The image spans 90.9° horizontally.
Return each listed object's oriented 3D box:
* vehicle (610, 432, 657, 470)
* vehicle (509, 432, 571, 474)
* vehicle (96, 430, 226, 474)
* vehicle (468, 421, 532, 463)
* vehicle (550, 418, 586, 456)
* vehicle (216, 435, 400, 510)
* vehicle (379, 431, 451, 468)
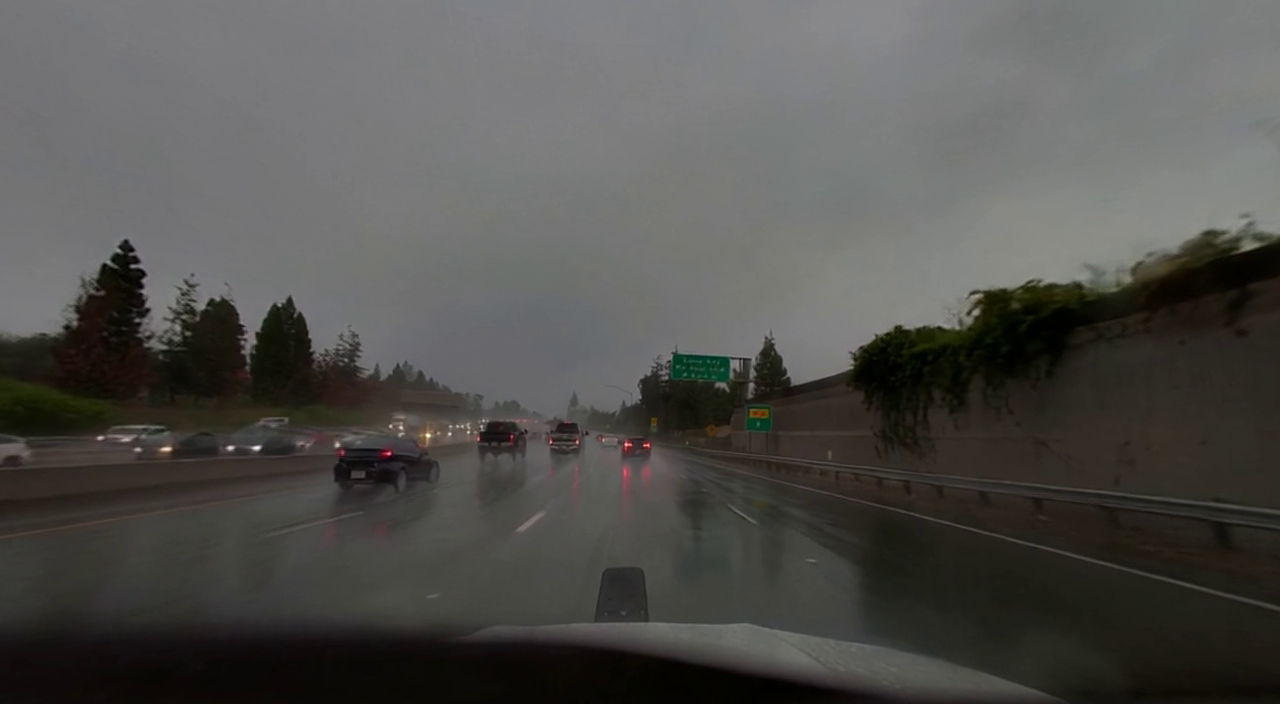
[{"bbox_3d":[-0.364,4.662,29.986,2.092,1.671,3.772,0,-8,-2],"label":"vehicle"},{"bbox_3d":[-4.152,4.250,26.781,2.005,1.631,4.295,0,-8,-1],"label":"vehicle"},{"bbox_3d":[-19.639,4.105,26.176,1.931,1.643,4.533,0,-8,-3],"label":"vehicle"},{"bbox_3d":[-8.619,5.656,39.595,2.773,2.402,6.232,0,-8,-2],"label":"vehicle"},{"bbox_3d":[-5.413,6.520,48.077,2.279,2.672,5.256,0,-8,-2],"label":"vehicle"},{"bbox_3d":[-7.496,2.738,14.855,1.896,1.465,4.399,0,-8,0],"label":"vehicle"},{"bbox_3d":[-11.833,5.152,33.559,2.079,1.807,5.187,0,-8,-2],"label":"vehicle"}]
